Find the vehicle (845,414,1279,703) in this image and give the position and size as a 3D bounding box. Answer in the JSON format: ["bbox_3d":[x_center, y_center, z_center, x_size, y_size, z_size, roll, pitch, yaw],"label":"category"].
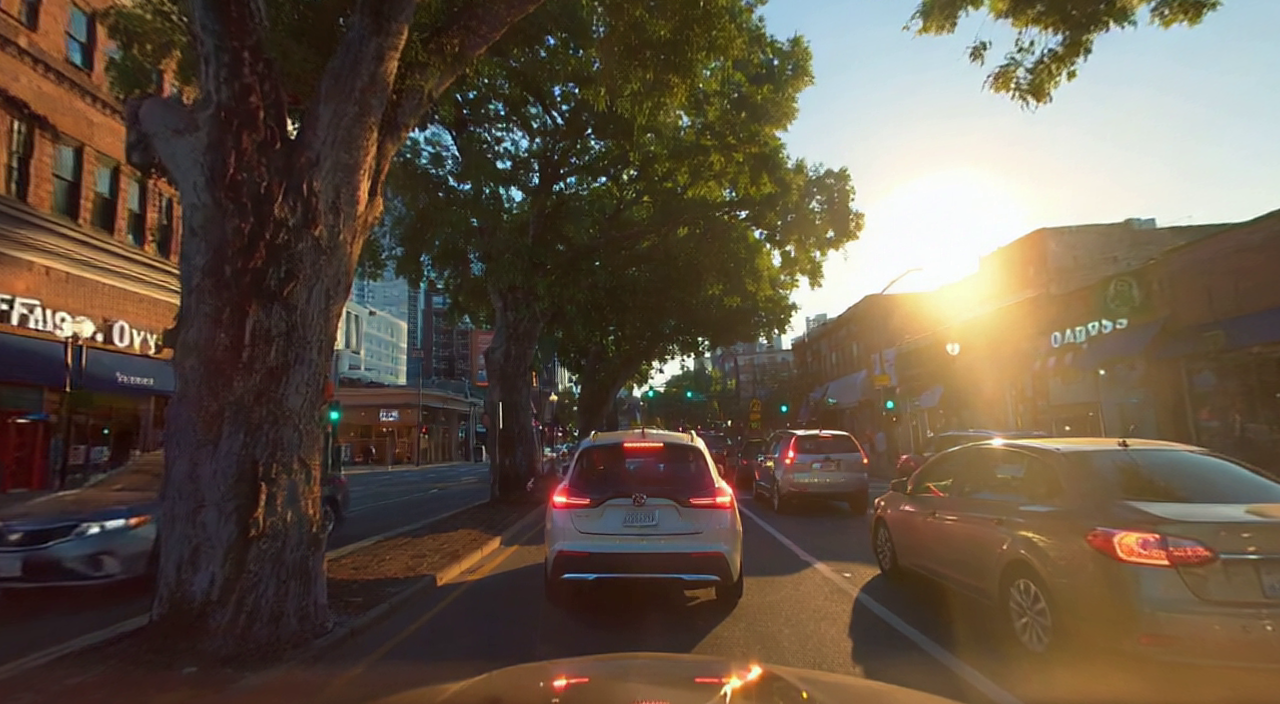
[{"bbox_3d":[3.394,1.369,5.305,1.988,1.480,4.195,0,-9,1],"label":"vehicle"}]

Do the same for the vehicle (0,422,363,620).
[{"bbox_3d":[-5.227,1.691,7.392,1.898,1.542,4.689,0,-9,-1],"label":"vehicle"}]

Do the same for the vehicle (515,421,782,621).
[{"bbox_3d":[0.057,1.544,6.614,2.006,1.487,3.535,0,-9,0],"label":"vehicle"}]
